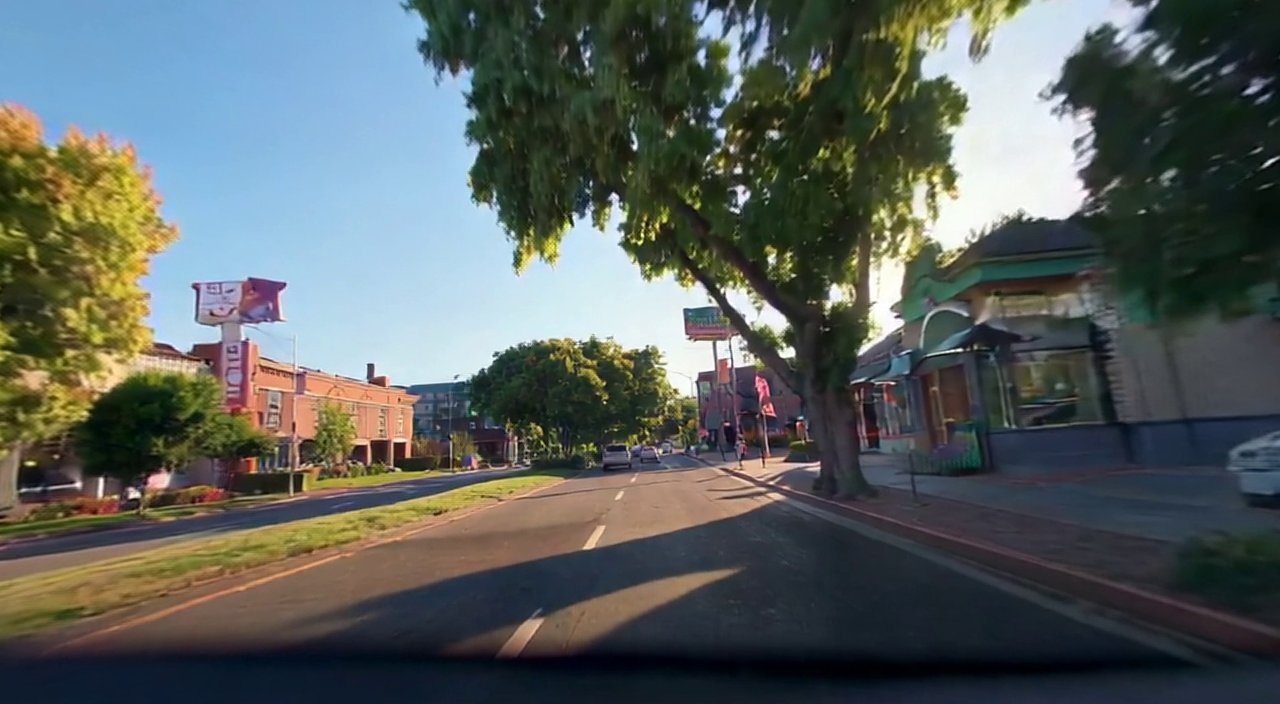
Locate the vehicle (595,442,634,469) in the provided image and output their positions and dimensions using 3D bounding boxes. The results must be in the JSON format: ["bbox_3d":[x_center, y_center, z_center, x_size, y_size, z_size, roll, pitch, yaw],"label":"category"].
[{"bbox_3d":[-1.656,6.939,42.461,2.235,1.719,4.292,-1,-8,2],"label":"vehicle"}]

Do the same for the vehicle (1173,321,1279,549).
[{"bbox_3d":[7.875,0.639,4.907,5.276,1.850,2.173,-1,-9,3],"label":"vehicle"}]
